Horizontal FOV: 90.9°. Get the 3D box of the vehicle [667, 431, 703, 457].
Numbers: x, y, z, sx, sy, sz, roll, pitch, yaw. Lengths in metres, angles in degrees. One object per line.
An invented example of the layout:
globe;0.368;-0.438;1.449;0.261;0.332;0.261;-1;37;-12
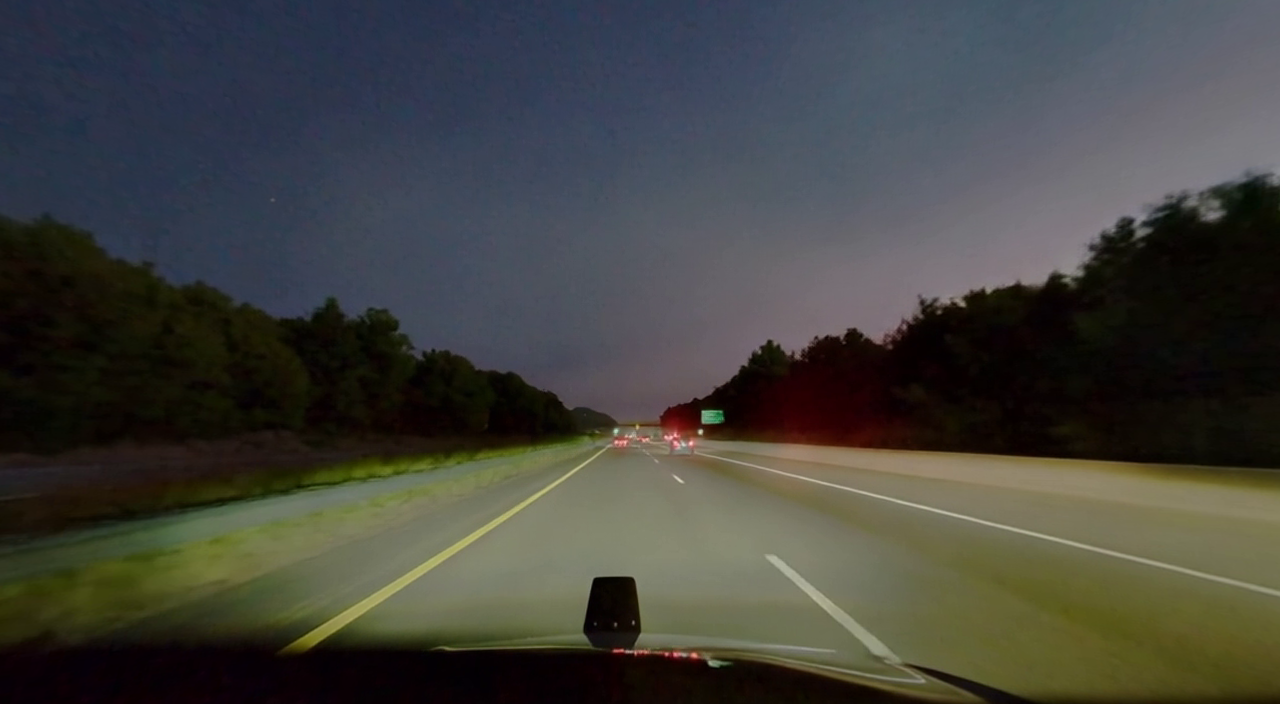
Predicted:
vehicle;3.093;6.450;44.345;2.085;1.681;4.436;0;-7;-2
